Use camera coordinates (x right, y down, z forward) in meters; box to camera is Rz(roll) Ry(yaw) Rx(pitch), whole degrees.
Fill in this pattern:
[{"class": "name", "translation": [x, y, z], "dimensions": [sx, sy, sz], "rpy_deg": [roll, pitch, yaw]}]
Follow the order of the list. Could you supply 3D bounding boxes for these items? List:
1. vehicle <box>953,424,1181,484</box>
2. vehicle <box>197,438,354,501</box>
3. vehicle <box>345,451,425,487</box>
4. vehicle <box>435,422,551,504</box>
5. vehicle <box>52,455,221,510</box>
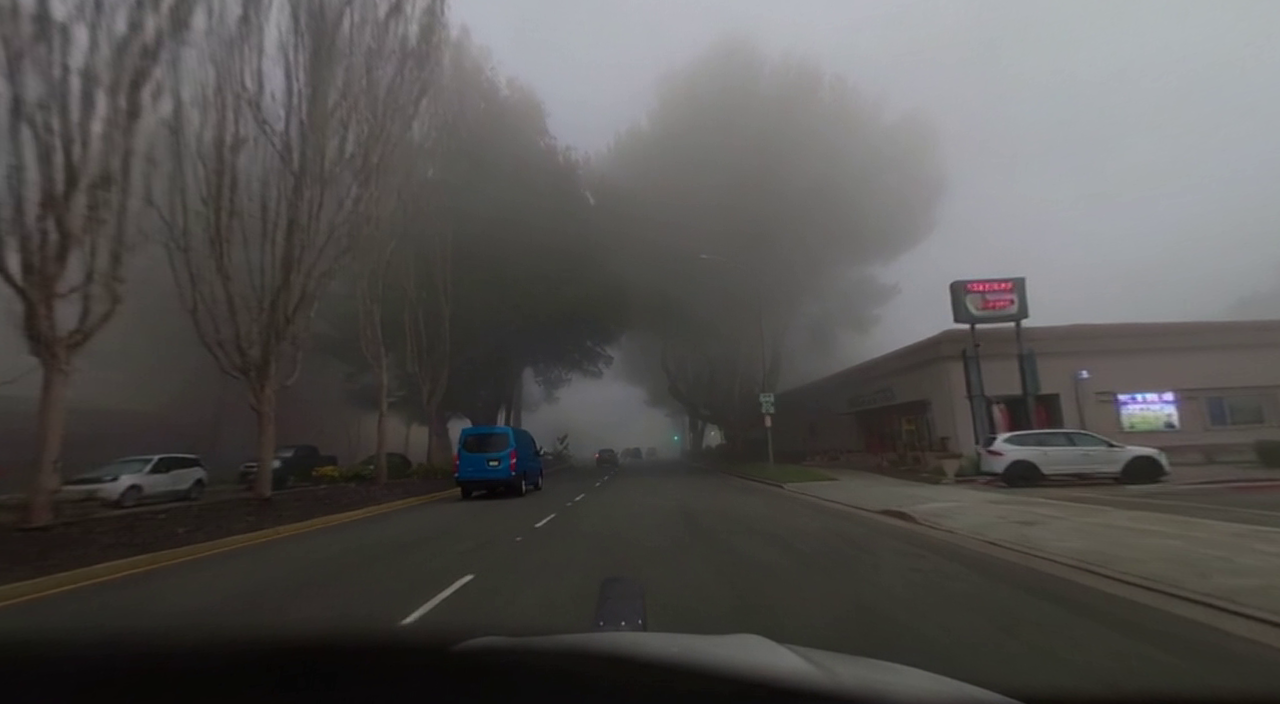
[{"class": "vehicle", "translation": [11.280, 2.726, 16.874], "dimensions": [4.607, 1.471, 1.982], "rpy_deg": [0, -9, 1]}, {"class": "vehicle", "translation": [-11.769, 3.795, 20.758], "dimensions": [2.332, 1.815, 4.639], "rpy_deg": [0, -9, 1]}, {"class": "vehicle", "translation": [-11.231, 5.170, 28.029], "dimensions": [1.812, 1.405, 4.305], "rpy_deg": [0, -9, -1]}, {"class": "vehicle", "translation": [-3.974, 3.110, 18.034], "dimensions": [2.152, 1.987, 4.952], "rpy_deg": [0, -9, 0]}, {"class": "vehicle", "translation": [-15.636, 4.026, 19.865], "dimensions": [1.785, 1.476, 4.293], "rpy_deg": [0, -9, 0]}]
